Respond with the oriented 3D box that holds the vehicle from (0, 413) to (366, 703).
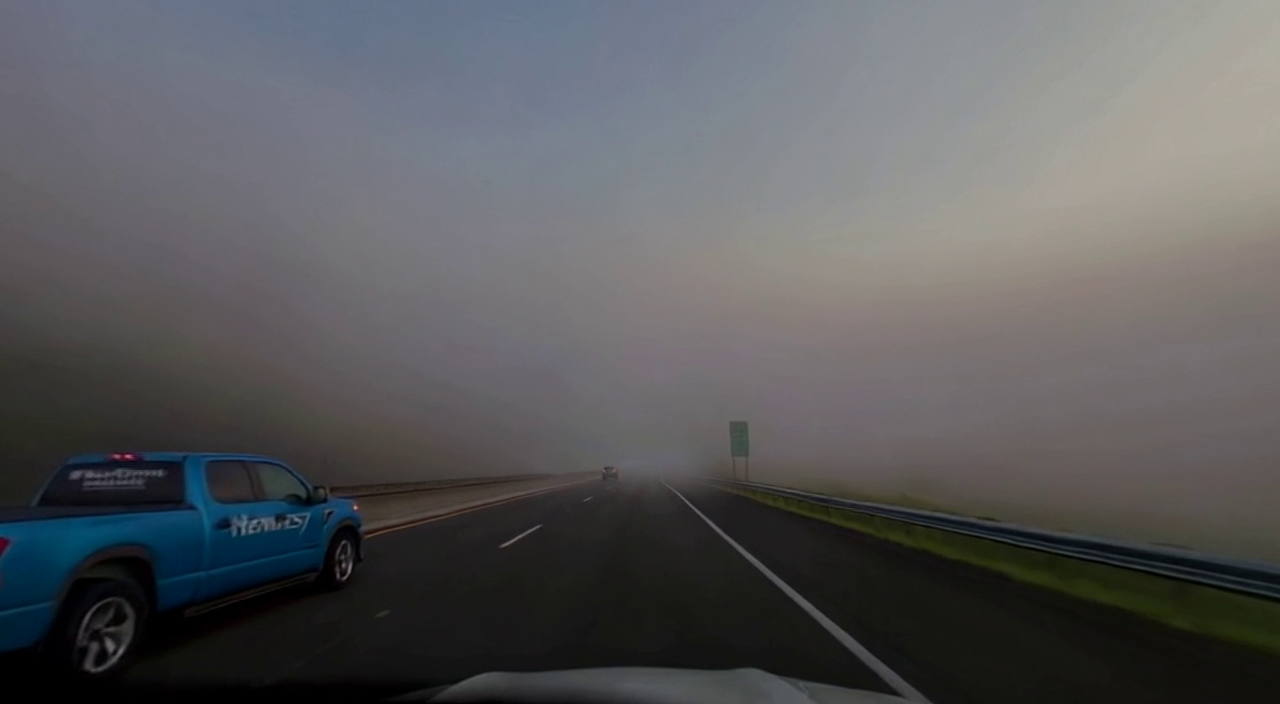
[{"bbox_3d":[-4.045,1.272,4.213,2.135,1.506,5.041,1,-10,0],"label":"vehicle"}]
